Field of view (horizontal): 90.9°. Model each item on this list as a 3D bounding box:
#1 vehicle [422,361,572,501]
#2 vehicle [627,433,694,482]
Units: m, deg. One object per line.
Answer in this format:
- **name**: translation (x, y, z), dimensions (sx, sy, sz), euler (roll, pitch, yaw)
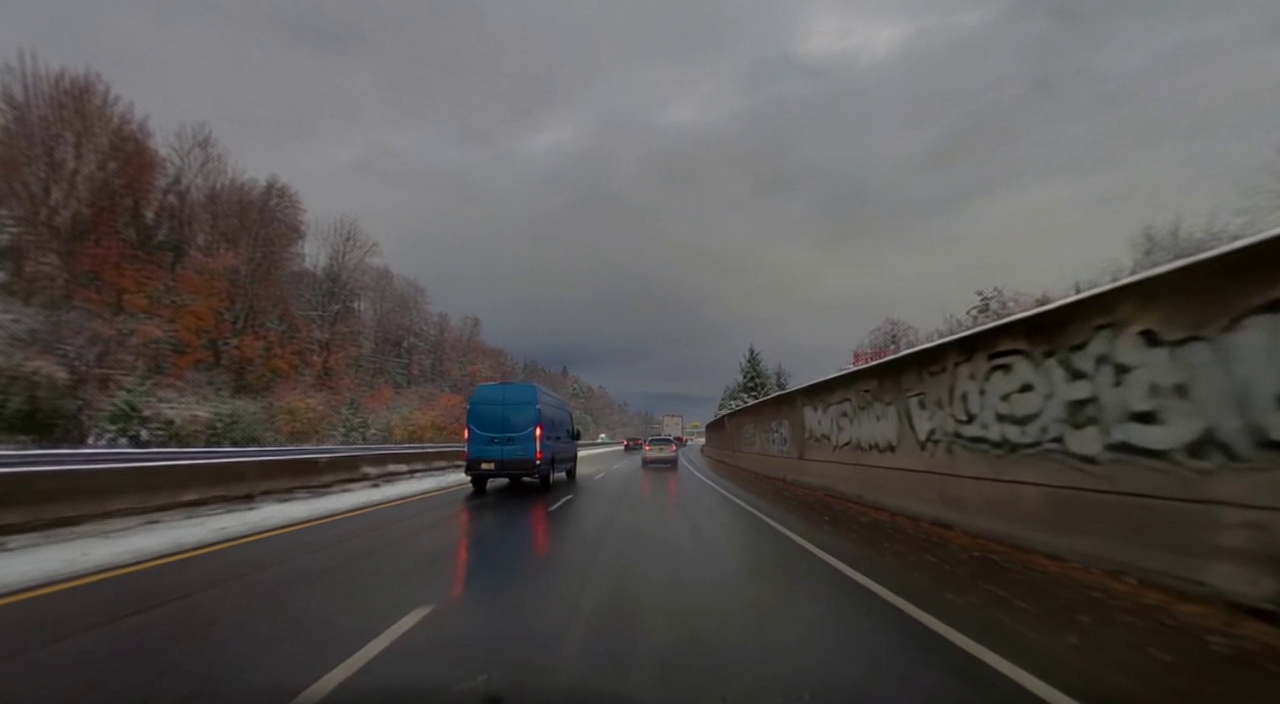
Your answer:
- **vehicle**: translation (-3.094, 1.914, 15.074), dimensions (2.334, 2.769, 5.087), euler (0, -8, 0)
- **vehicle**: translation (0.680, 3.585, 21.697), dimensions (2.071, 1.487, 3.948), euler (0, -8, 1)
